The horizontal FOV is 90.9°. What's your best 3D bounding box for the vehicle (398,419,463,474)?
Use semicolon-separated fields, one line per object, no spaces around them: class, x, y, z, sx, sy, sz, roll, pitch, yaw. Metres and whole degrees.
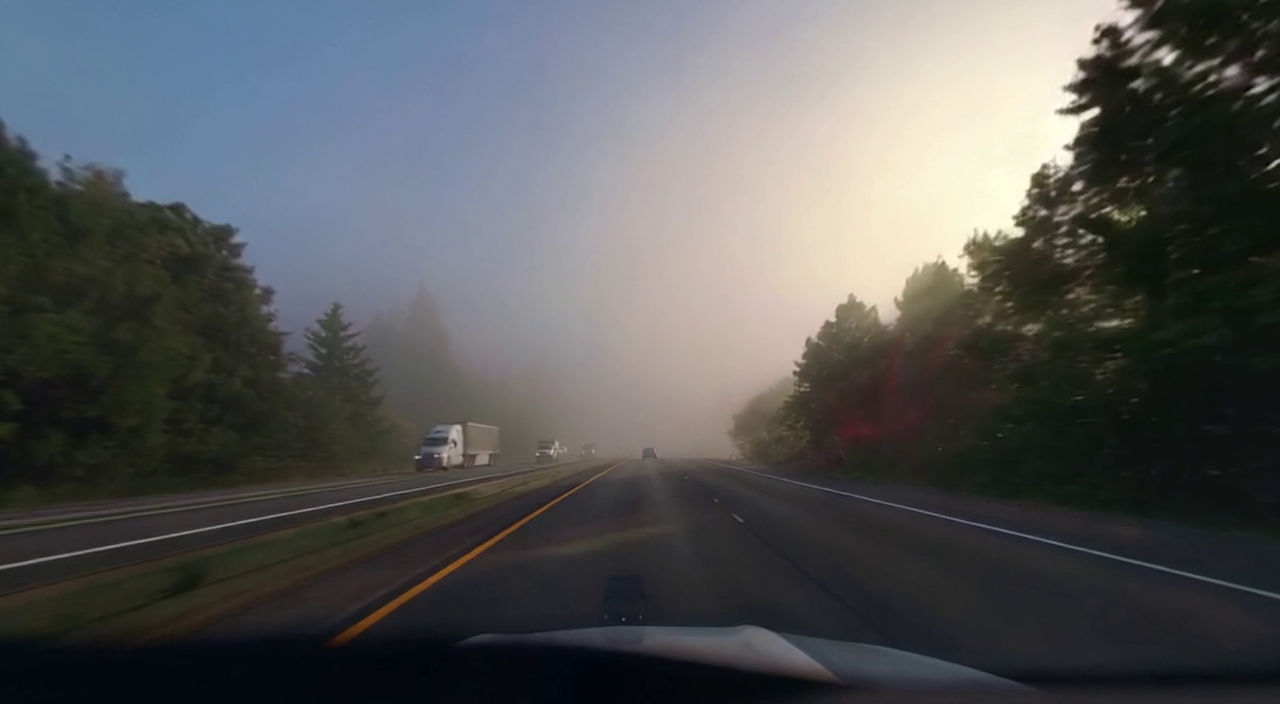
vehicle;-16.359;7.481;49.755;2.761;3.994;6.240;0;-9;1
